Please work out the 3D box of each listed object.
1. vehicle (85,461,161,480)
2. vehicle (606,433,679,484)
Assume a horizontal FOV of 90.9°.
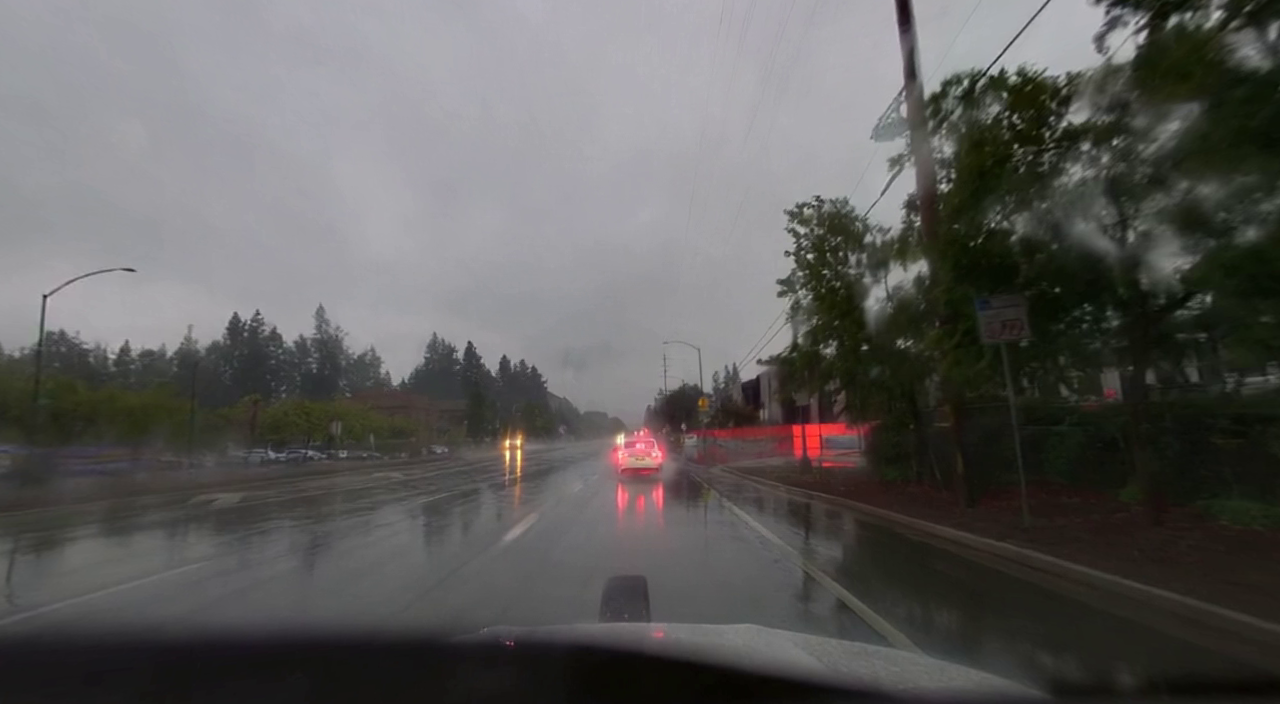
[{"bbox_3d":[-39.579,9.069,48.298,4.111,1.412,1.777,0,-8,-3],"label":"vehicle"},{"bbox_3d":[0.092,3.384,20.331,2.112,1.482,4.076,0,-8,0],"label":"vehicle"}]
